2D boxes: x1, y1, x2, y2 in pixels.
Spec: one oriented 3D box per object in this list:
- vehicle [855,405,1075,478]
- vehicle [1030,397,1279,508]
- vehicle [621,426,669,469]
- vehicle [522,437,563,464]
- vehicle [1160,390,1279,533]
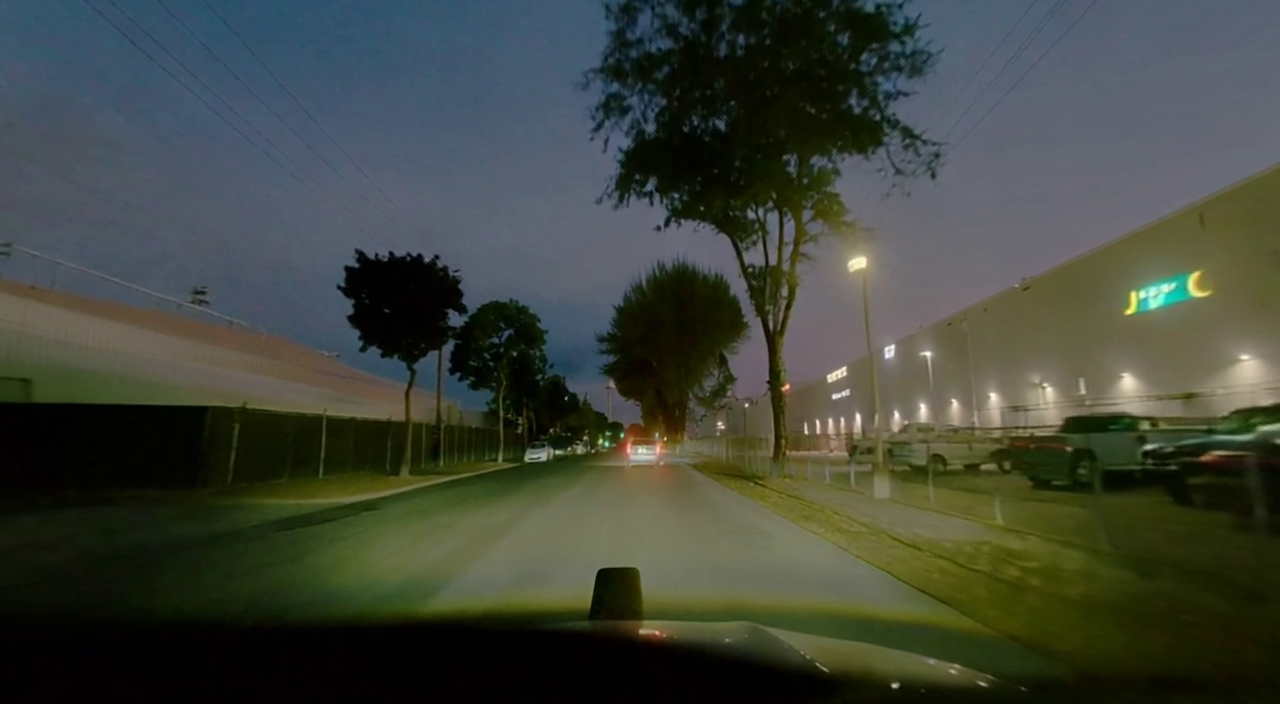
[{"bbox_3d":[8.411,2.414,16.666,4.616,1.500,1.963,-4,-11,0],"label":"vehicle"},{"bbox_3d":[8.669,1.491,9.482,4.239,1.460,1.984,0,-9,-1],"label":"vehicle"},{"bbox_3d":[0.250,4.539,30.201,2.152,1.874,4.042,0,-8,1],"label":"vehicle"},{"bbox_3d":[-6.007,6.146,39.202,1.938,1.500,4.130,-3,-10,-1],"label":"vehicle"},{"bbox_3d":[8.995,1.156,7.039,4.661,1.480,1.930,-1,-9,-2],"label":"vehicle"}]
